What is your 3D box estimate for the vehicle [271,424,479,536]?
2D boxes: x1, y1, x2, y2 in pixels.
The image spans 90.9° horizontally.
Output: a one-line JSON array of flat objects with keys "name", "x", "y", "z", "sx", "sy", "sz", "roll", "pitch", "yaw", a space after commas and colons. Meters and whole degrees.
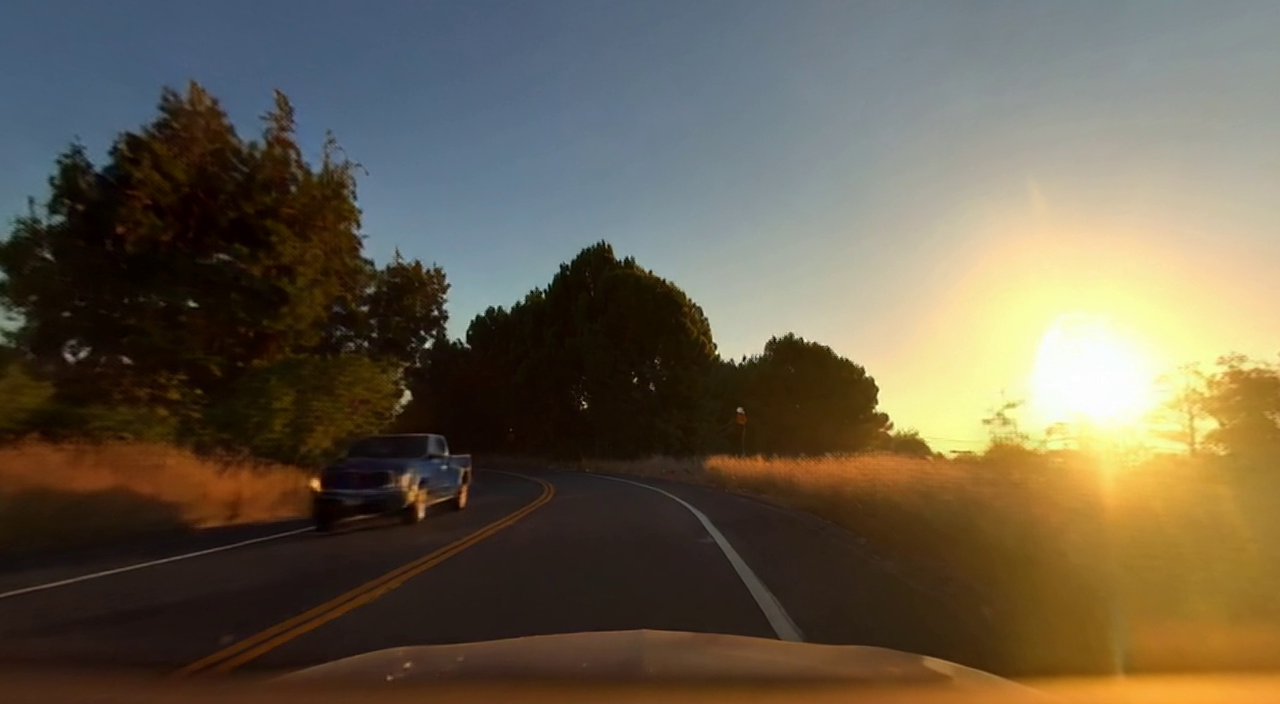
[{"name": "vehicle", "x": -5.481, "y": 2.718, "z": 14.235, "sx": 2.546, "sy": 1.975, "sz": 5.702, "roll": 0, "pitch": -8, "yaw": -4}]
